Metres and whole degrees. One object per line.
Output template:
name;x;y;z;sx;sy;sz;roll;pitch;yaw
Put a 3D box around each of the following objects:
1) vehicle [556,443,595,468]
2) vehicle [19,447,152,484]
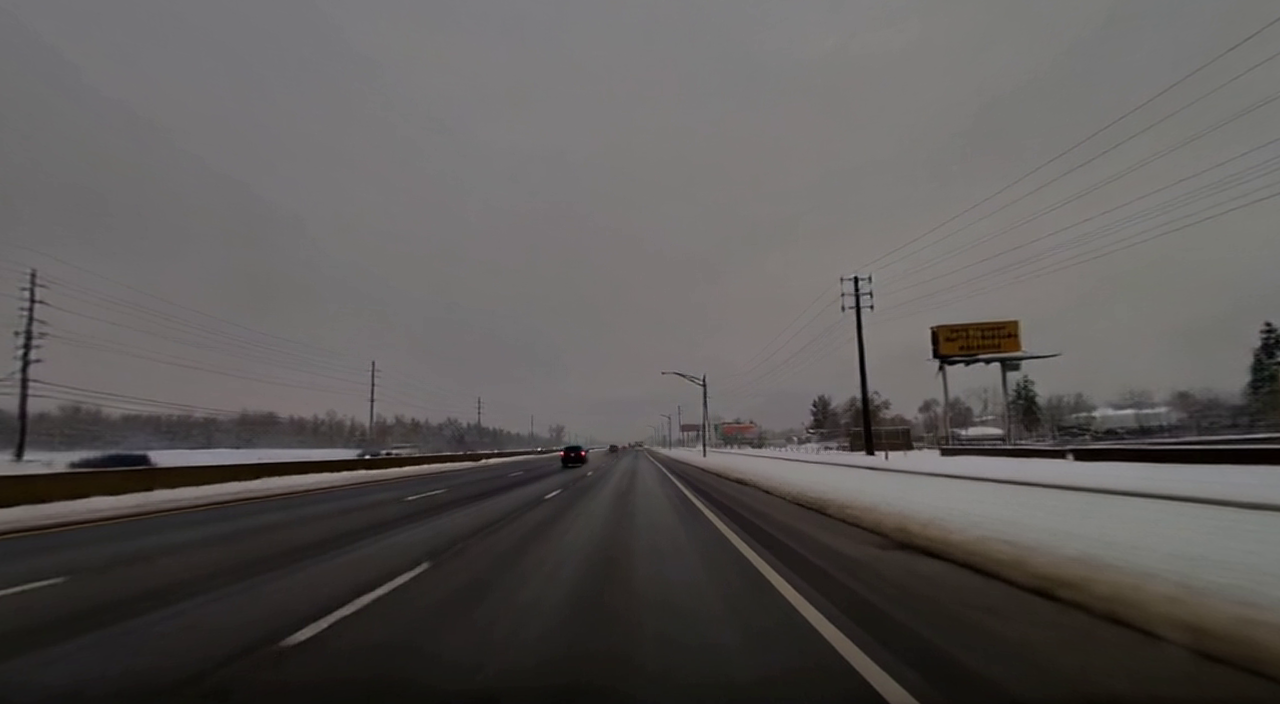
vehicle;-4.030;6.555;40.120;1.940;1.479;4.545;0;-8;1
vehicle;-25.183;5.129;28.967;1.881;1.525;4.594;0;-8;0
